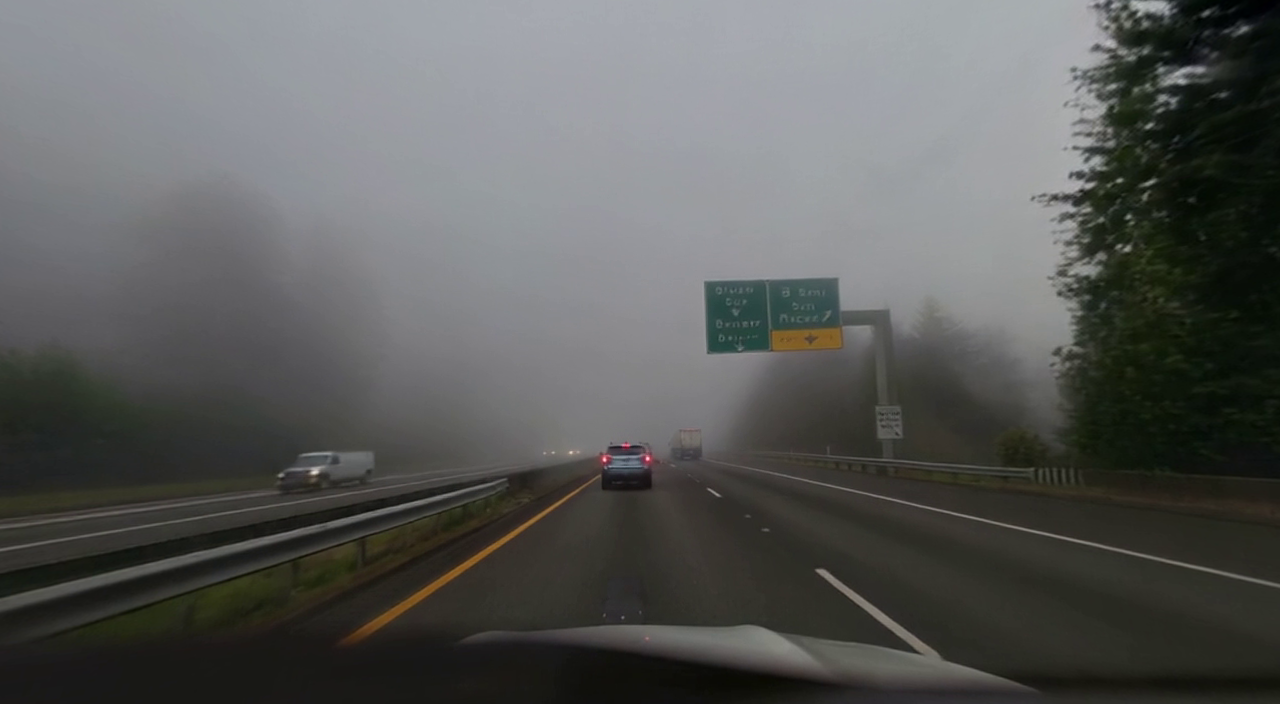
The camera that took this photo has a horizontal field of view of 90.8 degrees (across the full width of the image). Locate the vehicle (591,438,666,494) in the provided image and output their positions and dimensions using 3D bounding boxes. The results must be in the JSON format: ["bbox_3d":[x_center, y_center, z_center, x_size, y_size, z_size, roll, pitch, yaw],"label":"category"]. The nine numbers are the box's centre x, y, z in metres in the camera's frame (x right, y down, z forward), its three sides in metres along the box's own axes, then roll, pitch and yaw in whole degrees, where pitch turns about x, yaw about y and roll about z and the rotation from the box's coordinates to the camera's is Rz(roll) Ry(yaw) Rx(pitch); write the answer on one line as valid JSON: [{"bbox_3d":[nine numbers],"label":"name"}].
[{"bbox_3d":[-0.303,3.345,18.795,2.003,1.490,3.636,0,-9,0],"label":"vehicle"}]
